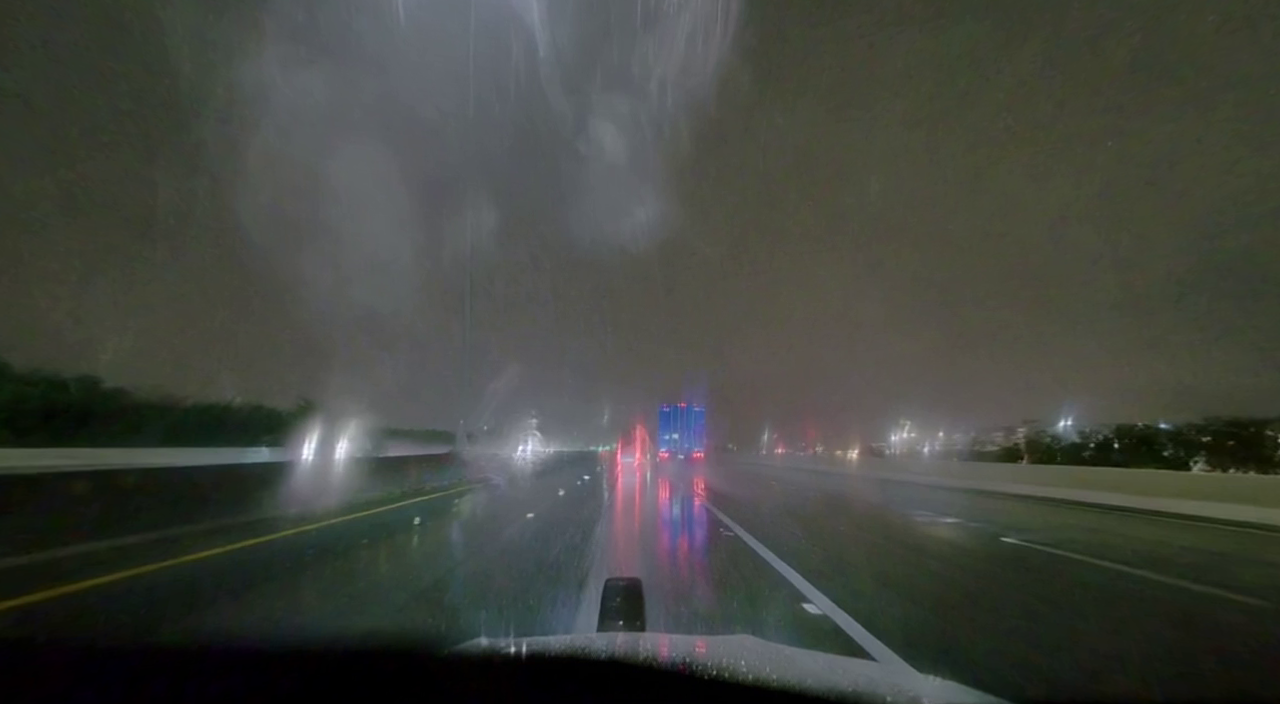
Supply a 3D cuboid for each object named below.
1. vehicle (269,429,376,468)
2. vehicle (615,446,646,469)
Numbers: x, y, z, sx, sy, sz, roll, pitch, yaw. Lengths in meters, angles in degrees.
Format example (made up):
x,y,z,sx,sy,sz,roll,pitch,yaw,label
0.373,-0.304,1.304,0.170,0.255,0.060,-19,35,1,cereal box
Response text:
x,y,z,sx,sy,sz,roll,pitch,yaw,label
-12.658,3.910,25.545,2.048,1.454,4.392,0,-9,0,vehicle
-0.628,6.955,41.801,1.898,1.438,4.053,0,-9,-1,vehicle
